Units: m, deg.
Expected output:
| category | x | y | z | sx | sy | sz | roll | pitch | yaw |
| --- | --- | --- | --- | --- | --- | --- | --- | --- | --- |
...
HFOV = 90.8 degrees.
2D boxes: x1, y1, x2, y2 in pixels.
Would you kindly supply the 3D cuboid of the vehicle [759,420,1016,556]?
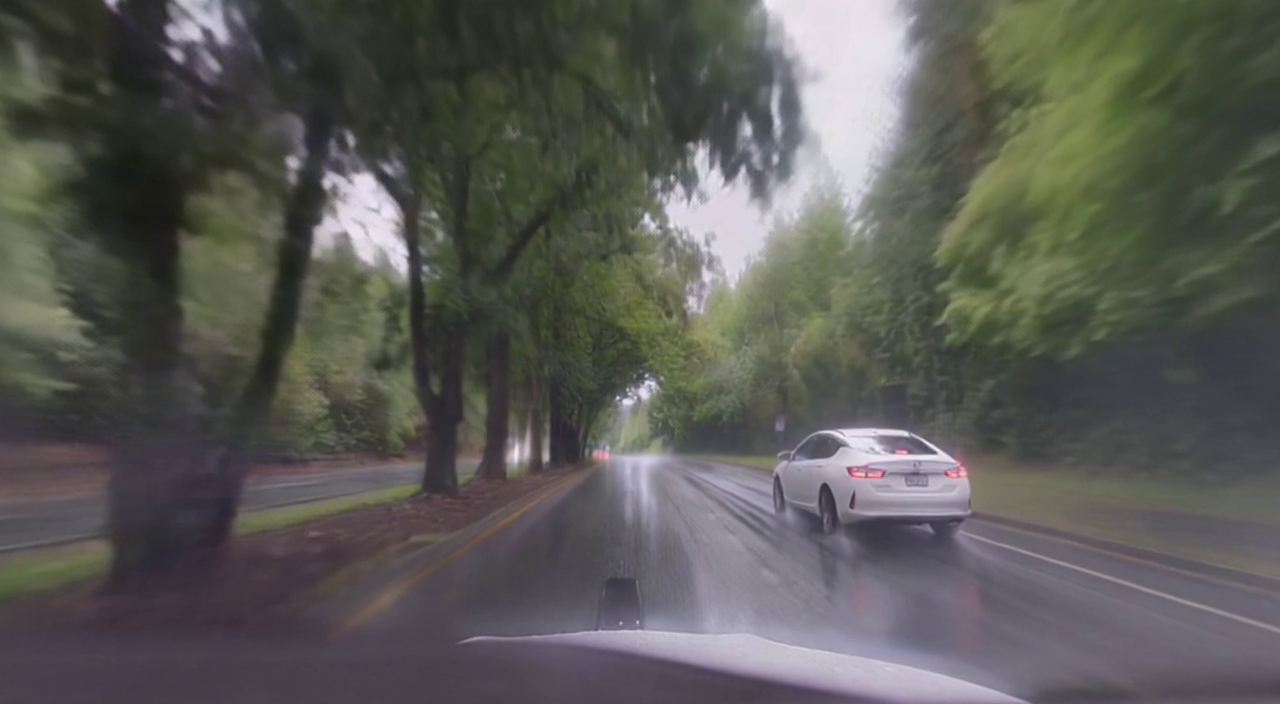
| category | x | y | z | sx | sy | sz | roll | pitch | yaw |
| --- | --- | --- | --- | --- | --- | --- | --- | --- | --- |
| vehicle | 3.373 | 1.958 | 9.840 | 2.060 | 1.584 | 4.592 | 0 | -9 | -1 |
